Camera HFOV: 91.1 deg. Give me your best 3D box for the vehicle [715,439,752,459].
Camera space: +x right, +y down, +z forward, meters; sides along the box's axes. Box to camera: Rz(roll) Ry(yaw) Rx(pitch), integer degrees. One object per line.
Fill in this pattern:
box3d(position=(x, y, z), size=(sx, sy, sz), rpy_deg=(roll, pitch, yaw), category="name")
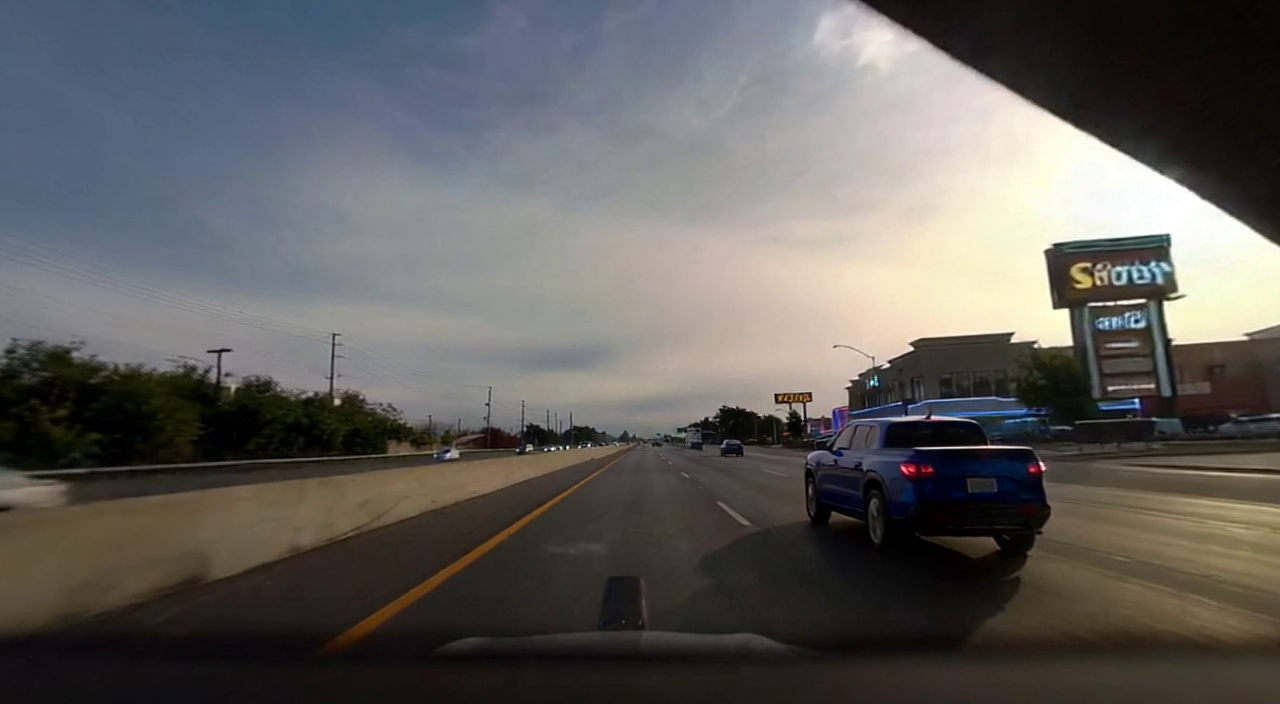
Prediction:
box3d(position=(7.229, 7.570, 49.041), size=(2.079, 1.518, 5.032), rpy_deg=(0, -8, -1), category="vehicle")
